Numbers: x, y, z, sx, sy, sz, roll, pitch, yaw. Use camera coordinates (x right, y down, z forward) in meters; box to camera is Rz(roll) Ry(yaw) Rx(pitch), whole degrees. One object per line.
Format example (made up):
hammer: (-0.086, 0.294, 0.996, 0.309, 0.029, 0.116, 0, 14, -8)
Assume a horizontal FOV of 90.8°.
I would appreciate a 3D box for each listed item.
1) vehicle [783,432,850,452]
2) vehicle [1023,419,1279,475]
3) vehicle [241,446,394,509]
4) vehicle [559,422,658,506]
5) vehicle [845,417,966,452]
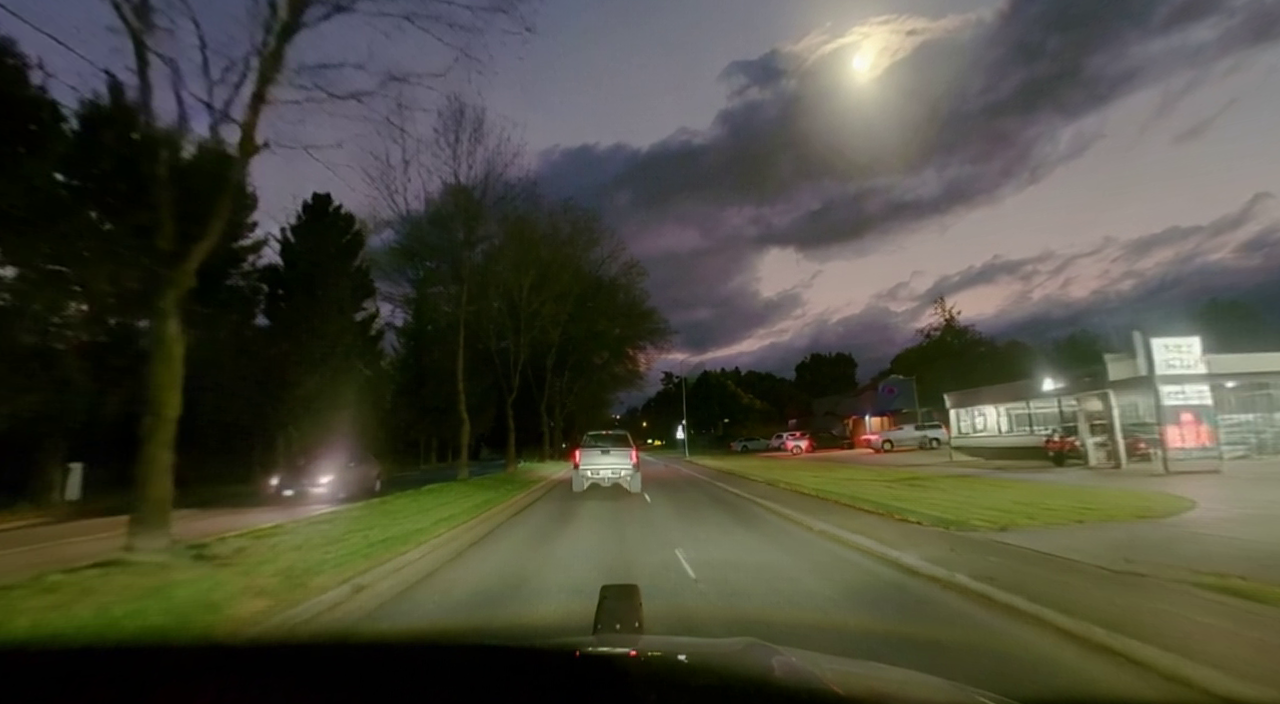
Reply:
vehicle: (12.492, 6.395, 44.864, 4.090, 1.433, 1.983, 0, -8, -1)
vehicle: (14.199, 2.672, 17.737, 5.344, 1.440, 2.318, 0, -8, 2)
vehicle: (-8.826, 3.419, 17.861, 2.027, 1.493, 4.707, 0, -8, -3)
vehicle: (-0.747, 2.871, 16.782, 2.157, 1.816, 5.804, 0, -8, -1)
vehicle: (12.845, 4.053, 30.797, 4.788, 1.625, 2.319, 0, -8, -3)
